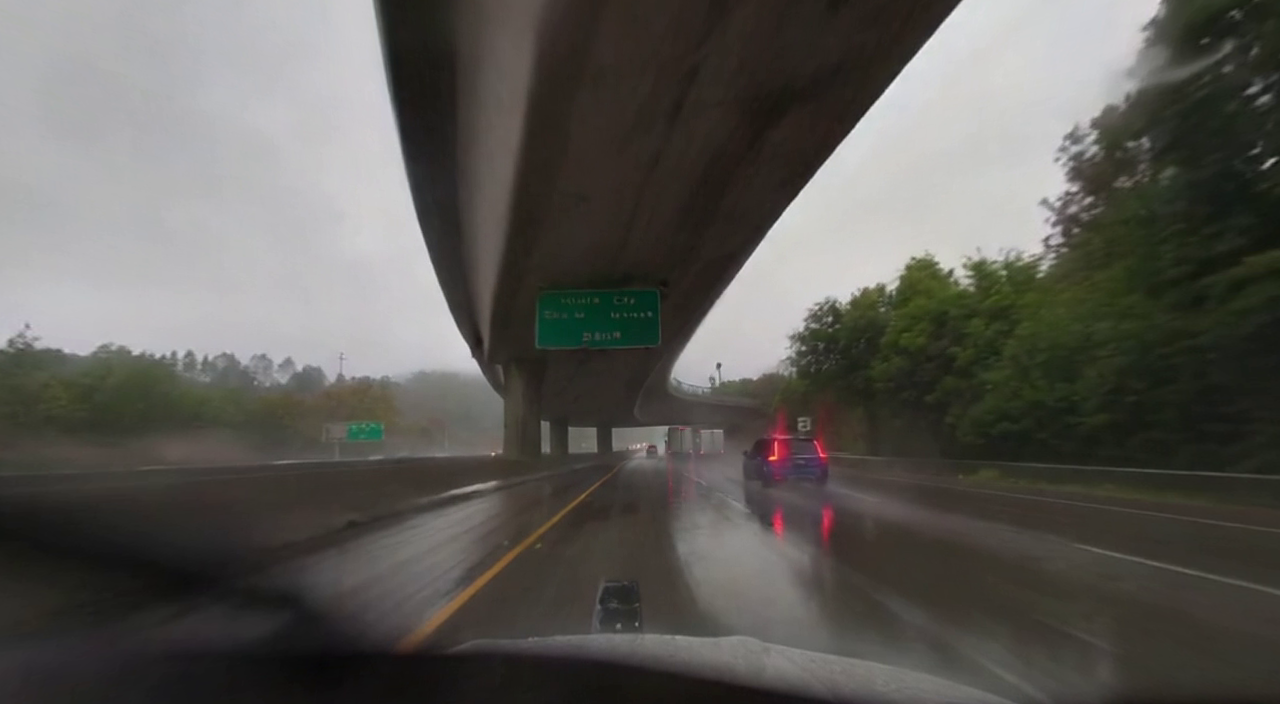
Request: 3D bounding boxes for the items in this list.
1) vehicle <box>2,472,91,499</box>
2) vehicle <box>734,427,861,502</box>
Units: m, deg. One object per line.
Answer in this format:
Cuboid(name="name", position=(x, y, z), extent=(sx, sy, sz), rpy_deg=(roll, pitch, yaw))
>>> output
Cuboid(name="vehicle", position=(-43.778, 9.816, 46.556), extent=(1.906, 1.662, 4.724), rpy_deg=(0, -9, 1))
Cuboid(name="vehicle", position=(3.938, 2.903, 16.641), extent=(2.148, 1.691, 4.443), rpy_deg=(0, -9, -1))
